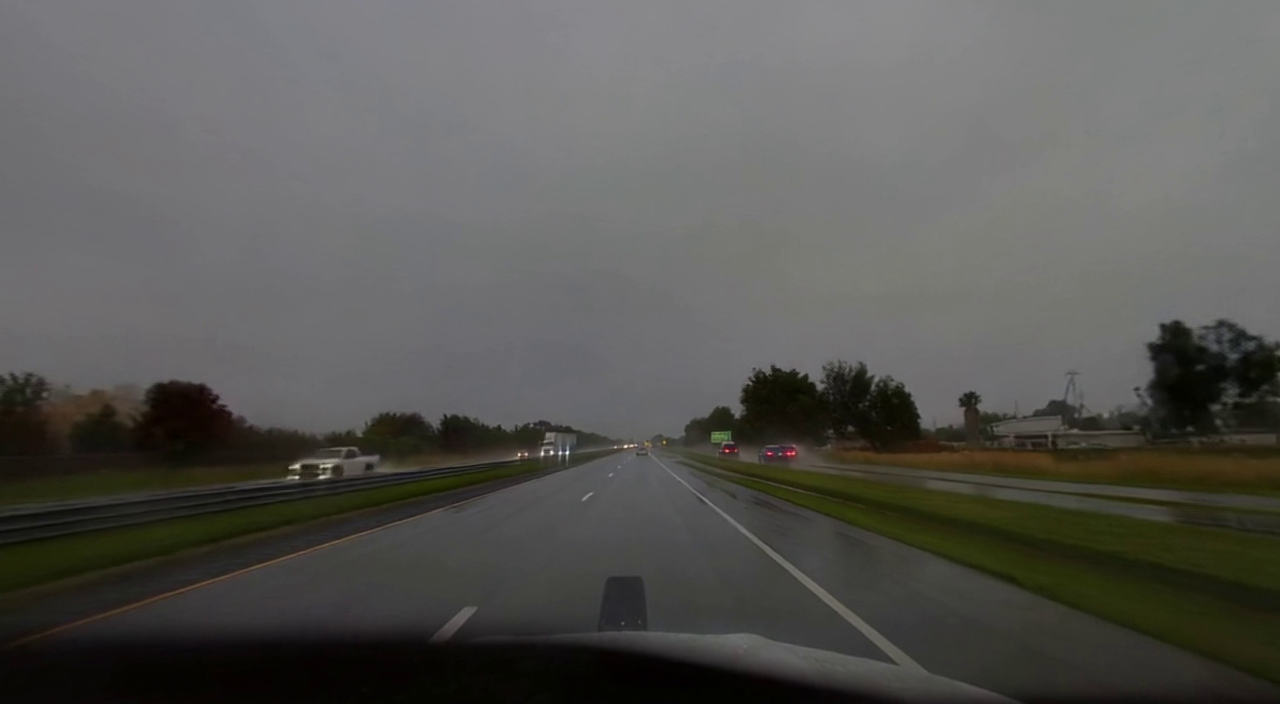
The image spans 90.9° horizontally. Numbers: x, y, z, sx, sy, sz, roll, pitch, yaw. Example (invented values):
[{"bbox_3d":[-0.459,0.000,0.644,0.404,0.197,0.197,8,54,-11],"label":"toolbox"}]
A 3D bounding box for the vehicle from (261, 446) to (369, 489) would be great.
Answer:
[{"bbox_3d":[-12.339,4.384,24.282,1.895,1.502,4.256,0,-9,0],"label":"vehicle"}]

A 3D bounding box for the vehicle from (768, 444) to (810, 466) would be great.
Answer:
[{"bbox_3d":[11.461,8.003,48.898,2.076,1.599,4.528,0,-9,-1],"label":"vehicle"}]
